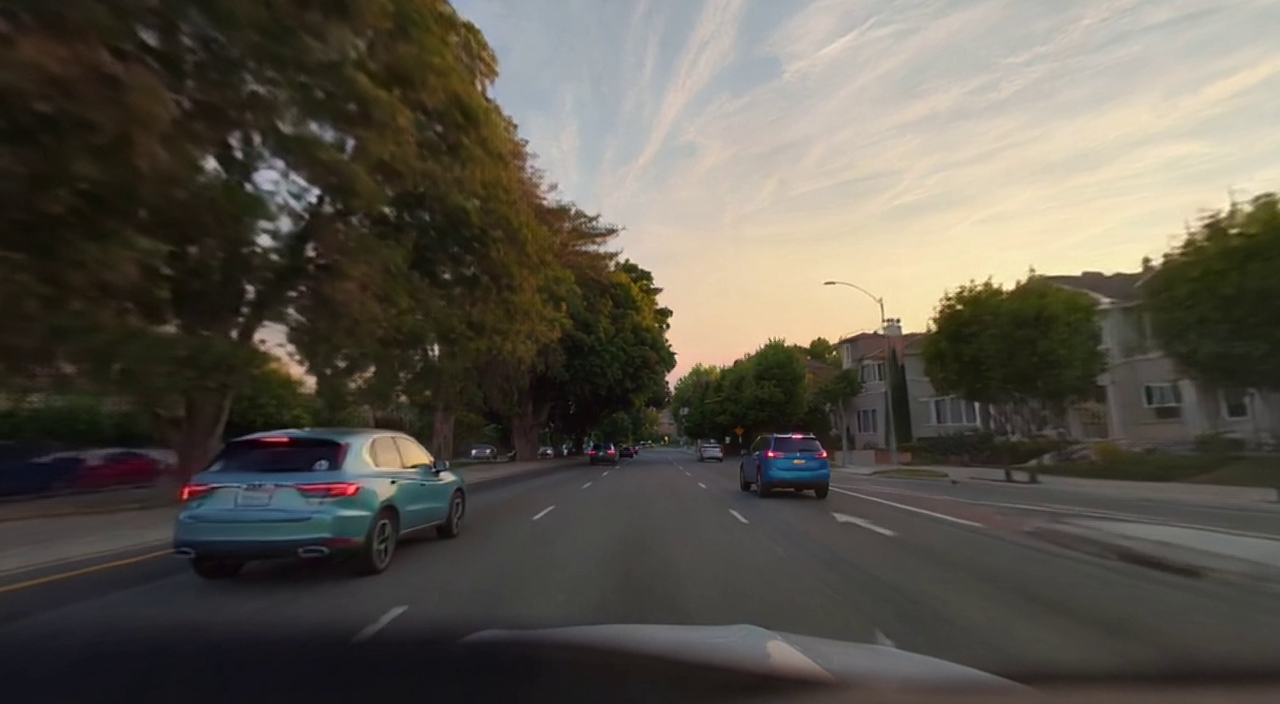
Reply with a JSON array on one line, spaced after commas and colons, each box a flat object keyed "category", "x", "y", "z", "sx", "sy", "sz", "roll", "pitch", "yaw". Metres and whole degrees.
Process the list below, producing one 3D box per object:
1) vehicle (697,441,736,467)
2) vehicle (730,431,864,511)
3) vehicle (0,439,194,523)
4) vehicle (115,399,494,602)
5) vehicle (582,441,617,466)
[{"category": "vehicle", "x": 5.182, "y": 6.932, "z": 43.170, "sx": 2.169, "sy": 1.669, "sz": 4.037, "roll": 0, "pitch": -8, "yaw": 0}, {"category": "vehicle", "x": 3.625, "y": 2.834, "z": 15.576, "sx": 2.132, "sy": 1.659, "sz": 4.387, "roll": 0, "pitch": -8, "yaw": -1}, {"category": "vehicle", "x": -12.082, "y": 2.656, "z": 13.523, "sx": 1.993, "sy": 1.456, "sz": 4.327, "roll": -3, "pitch": -8, "yaw": -1}, {"category": "vehicle", "x": -3.371, "y": 1.585, "z": 7.696, "sx": 2.045, "sy": 1.688, "sz": 4.632, "roll": 0, "pitch": -8, "yaw": 0}, {"category": "vehicle", "x": -2.668, "y": 6.803, "z": 42.426, "sx": 1.988, "sy": 1.569, "sz": 4.202, "roll": 0, "pitch": -8, "yaw": 1}]
